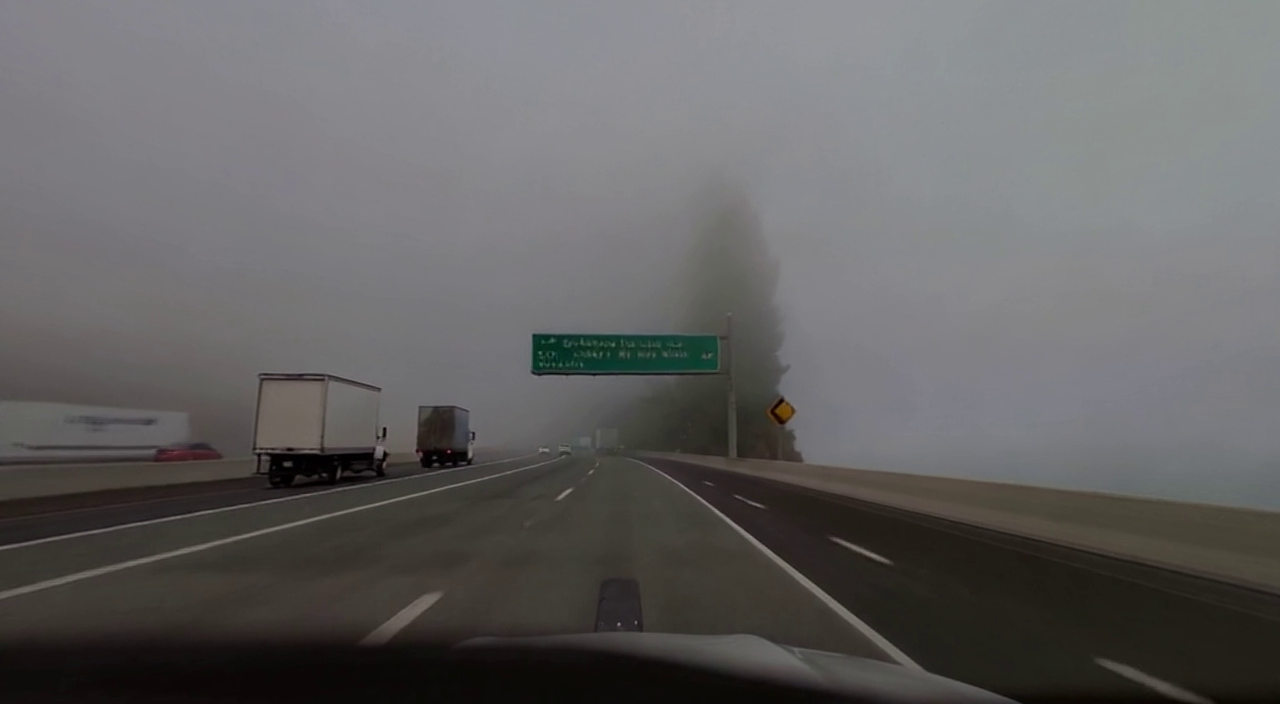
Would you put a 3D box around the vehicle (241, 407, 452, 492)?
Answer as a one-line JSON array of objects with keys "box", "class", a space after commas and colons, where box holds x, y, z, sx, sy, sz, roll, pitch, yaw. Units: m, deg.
[{"box": [-11.427, 4.154, 27.316, 3.270, 2.674, 14.547, 0, -8, -4], "class": "vehicle"}]

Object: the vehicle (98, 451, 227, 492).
[{"box": [-19.155, 4.762, 25.696, 1.842, 1.452, 4.612, 0, -8, -3], "class": "vehicle"}]
